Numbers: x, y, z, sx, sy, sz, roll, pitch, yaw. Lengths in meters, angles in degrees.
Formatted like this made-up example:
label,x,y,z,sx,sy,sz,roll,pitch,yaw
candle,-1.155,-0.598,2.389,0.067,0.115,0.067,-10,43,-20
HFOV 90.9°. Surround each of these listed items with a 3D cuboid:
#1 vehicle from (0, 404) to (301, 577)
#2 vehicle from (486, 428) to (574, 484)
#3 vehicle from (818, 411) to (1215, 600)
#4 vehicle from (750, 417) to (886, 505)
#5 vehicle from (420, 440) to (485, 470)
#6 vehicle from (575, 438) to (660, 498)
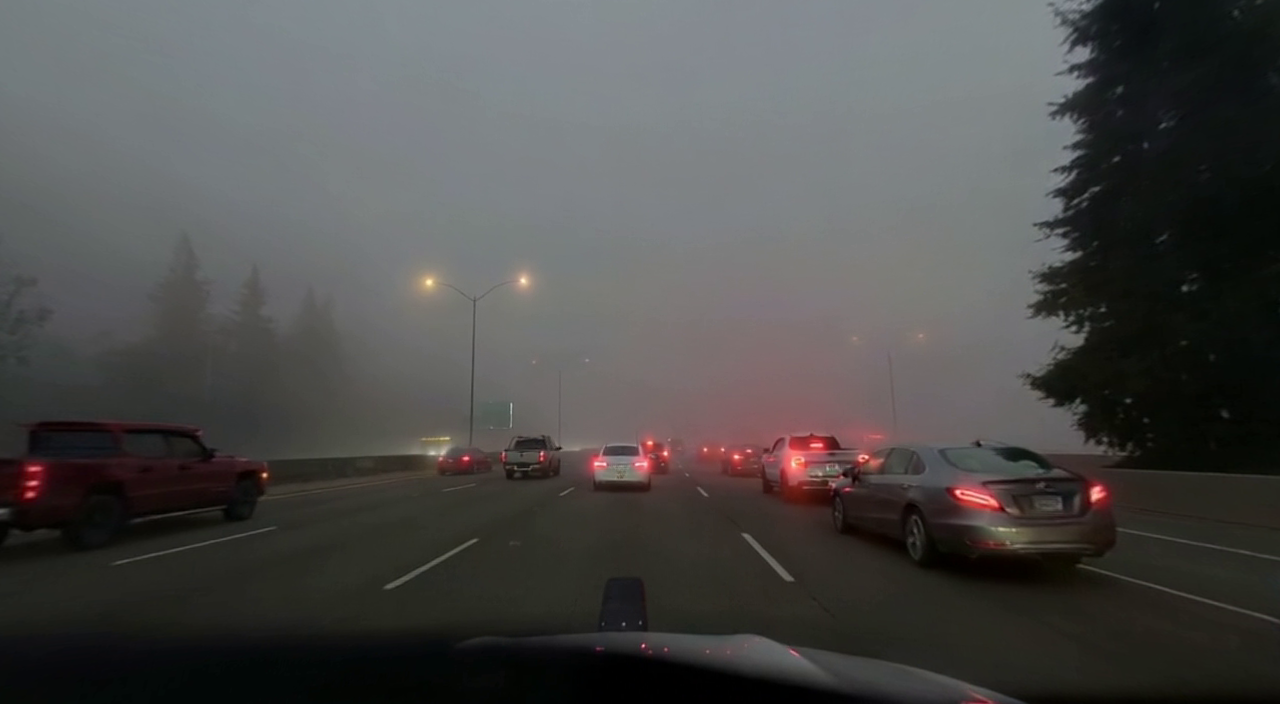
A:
label,x,y,z,sx,sy,sz,roll,pitch,yaw
vehicle,-7.656,1.804,9.057,2.214,1.761,5.890,0,-8,1
vehicle,-3.909,3.842,23.578,2.110,1.811,5.585,0,-8,2
vehicle,3.790,1.609,7.569,1.984,1.567,4.475,0,-8,0
vehicle,4.024,2.565,15.193,1.999,1.777,4.578,0,-8,1
vehicle,-10.254,5.658,34.846,1.907,1.508,4.608,-1,-8,4
vehicle,-0.481,3.134,17.512,2.070,1.456,4.029,0,-8,2
